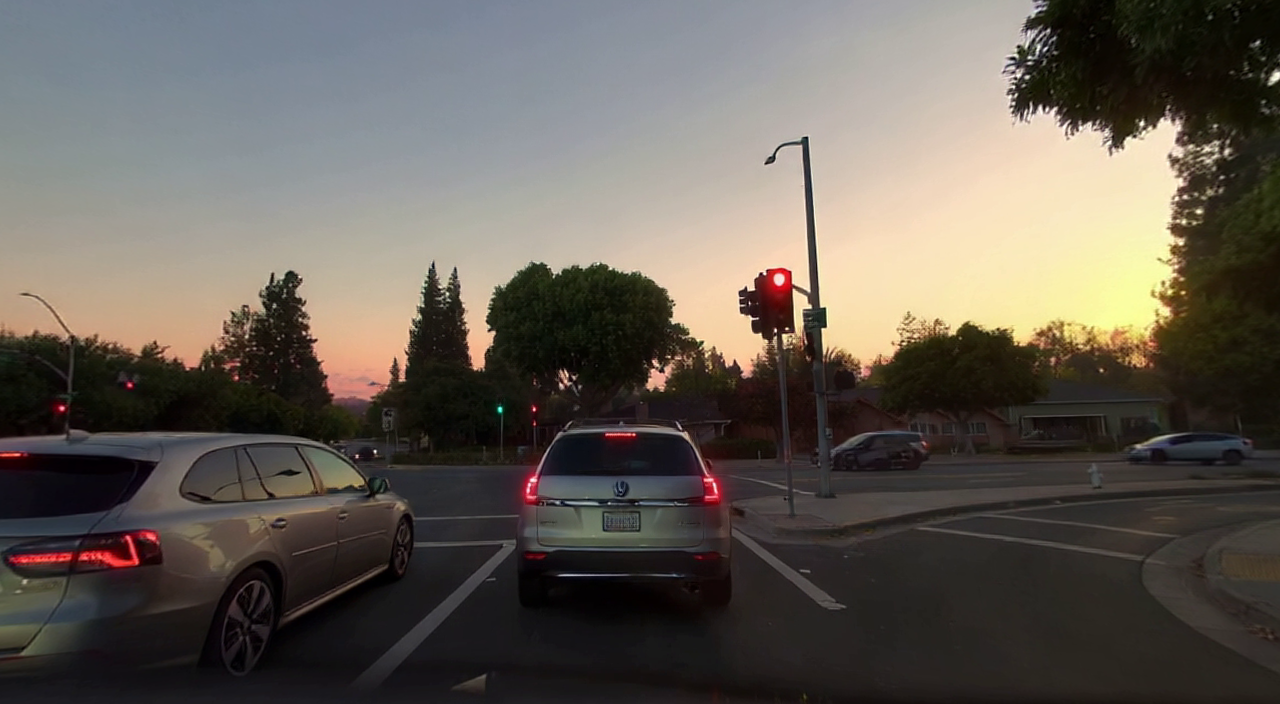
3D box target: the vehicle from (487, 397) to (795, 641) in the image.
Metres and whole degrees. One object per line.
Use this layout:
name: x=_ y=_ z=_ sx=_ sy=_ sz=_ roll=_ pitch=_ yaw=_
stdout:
vehicle: x=-0.128 y=1.470 z=6.565 sx=2.154 sy=1.670 sz=4.140 roll=1 pitch=-9 yaw=-4

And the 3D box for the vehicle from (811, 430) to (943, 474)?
vehicle: x=10.023 y=4.276 z=27.075 sx=4.887 sy=1.769 sz=2.035 roll=-1 pitch=-9 yaw=6

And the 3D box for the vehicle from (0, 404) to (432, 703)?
vehicle: x=-3.281 y=1.280 z=4.729 sx=2.035 sy=1.492 sz=4.415 roll=0 pitch=-9 yaw=-2

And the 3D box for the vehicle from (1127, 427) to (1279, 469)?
vehicle: x=23.028 y=3.897 z=25.676 sx=4.670 sy=1.616 sz=1.926 roll=-1 pitch=-9 yaw=6
